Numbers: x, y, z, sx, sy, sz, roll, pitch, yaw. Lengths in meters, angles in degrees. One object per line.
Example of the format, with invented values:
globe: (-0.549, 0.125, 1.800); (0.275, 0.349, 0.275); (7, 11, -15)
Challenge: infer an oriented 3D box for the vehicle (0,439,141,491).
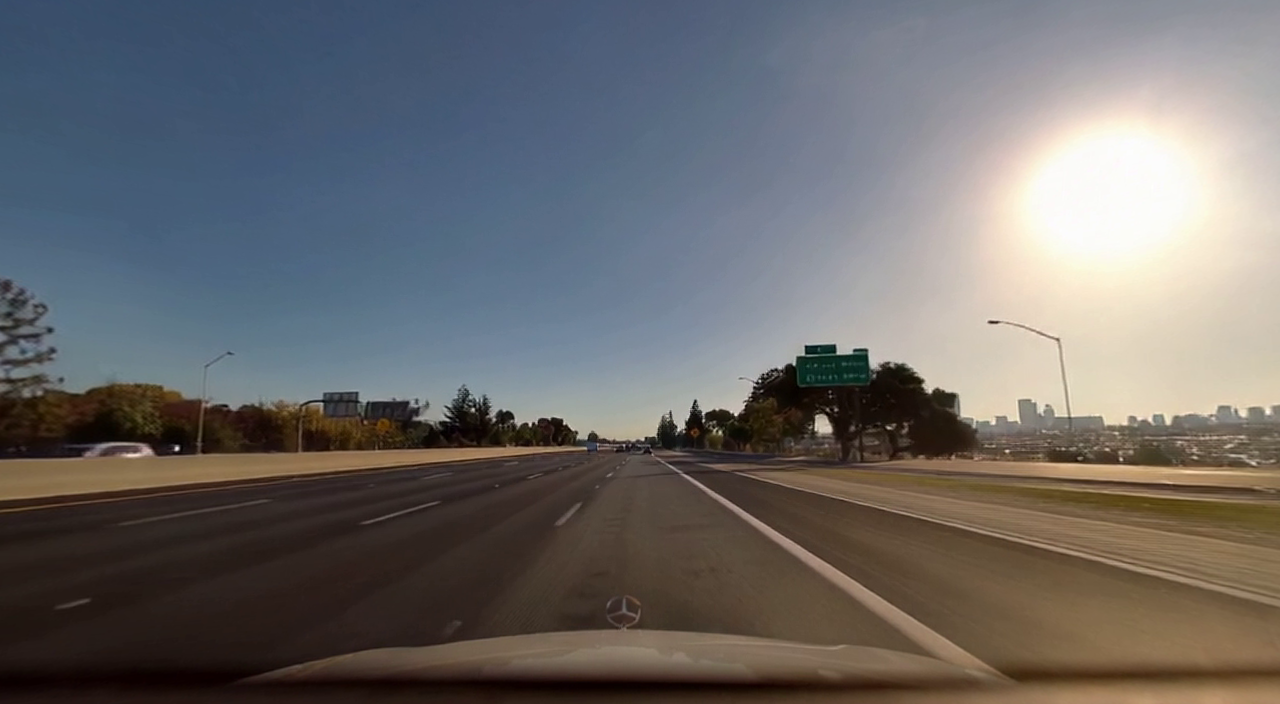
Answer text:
vehicle: (-19.036, 3.669, 20.706); (1.784, 1.512, 4.079); (0, -9, 1)
